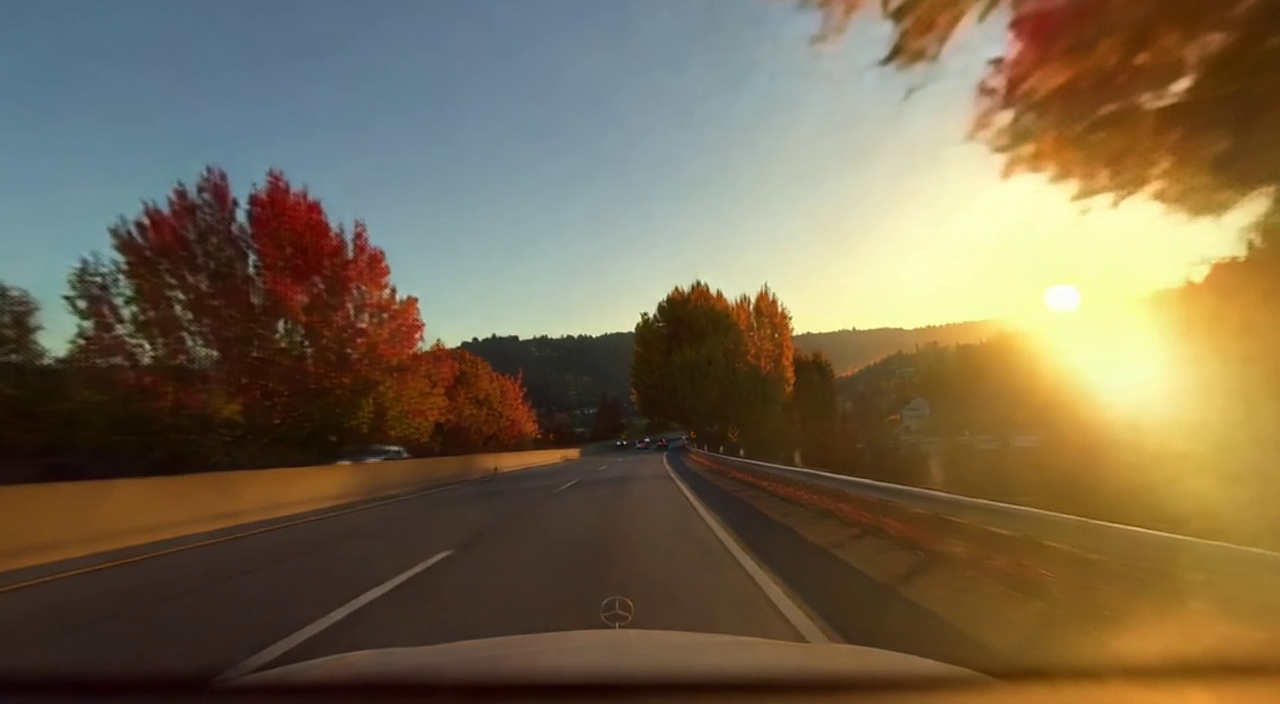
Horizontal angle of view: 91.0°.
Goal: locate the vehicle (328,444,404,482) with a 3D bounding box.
[{"bbox_3d":[-13.996,5.654,32.446,1.820,1.755,4.457,-1,-8,1],"label":"vehicle"}]
